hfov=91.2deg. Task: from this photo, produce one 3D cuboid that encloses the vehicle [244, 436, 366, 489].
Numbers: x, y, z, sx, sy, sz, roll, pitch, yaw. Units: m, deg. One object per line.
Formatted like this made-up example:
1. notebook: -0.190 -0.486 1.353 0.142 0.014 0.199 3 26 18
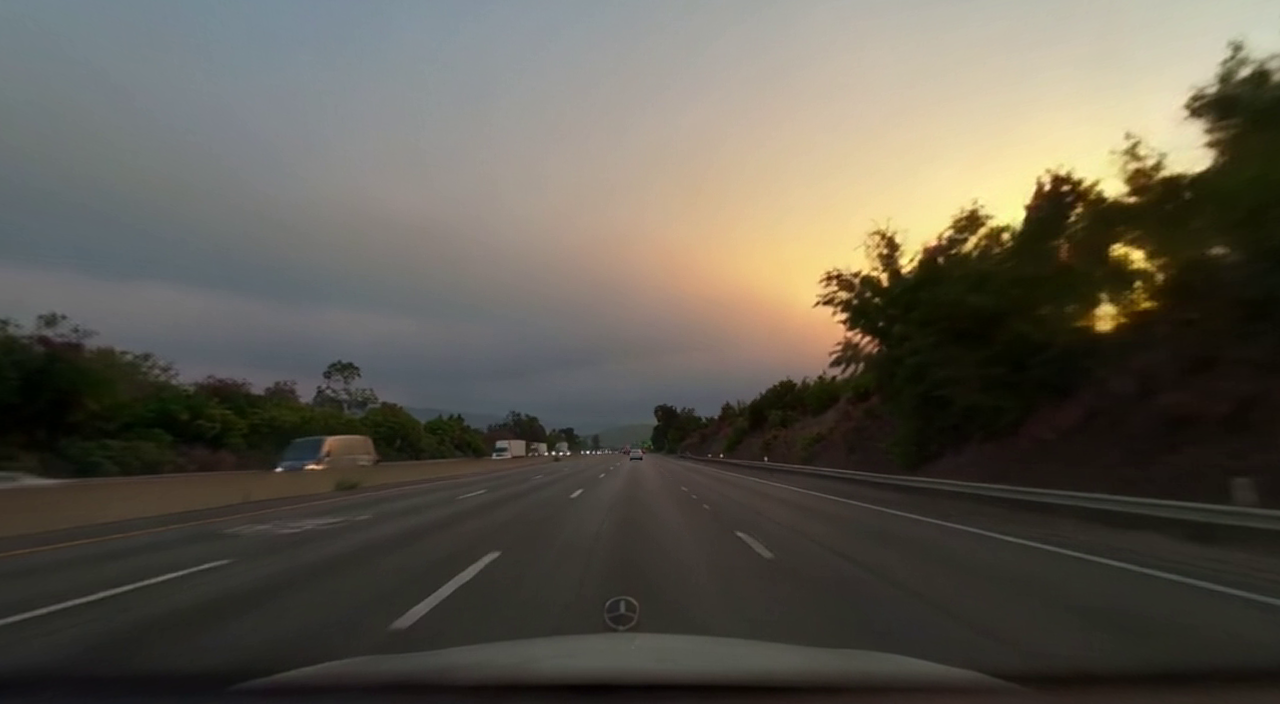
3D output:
1. vehicle: -15.655 5.193 29.848 2.429 2.218 6.111 0 -9 0
